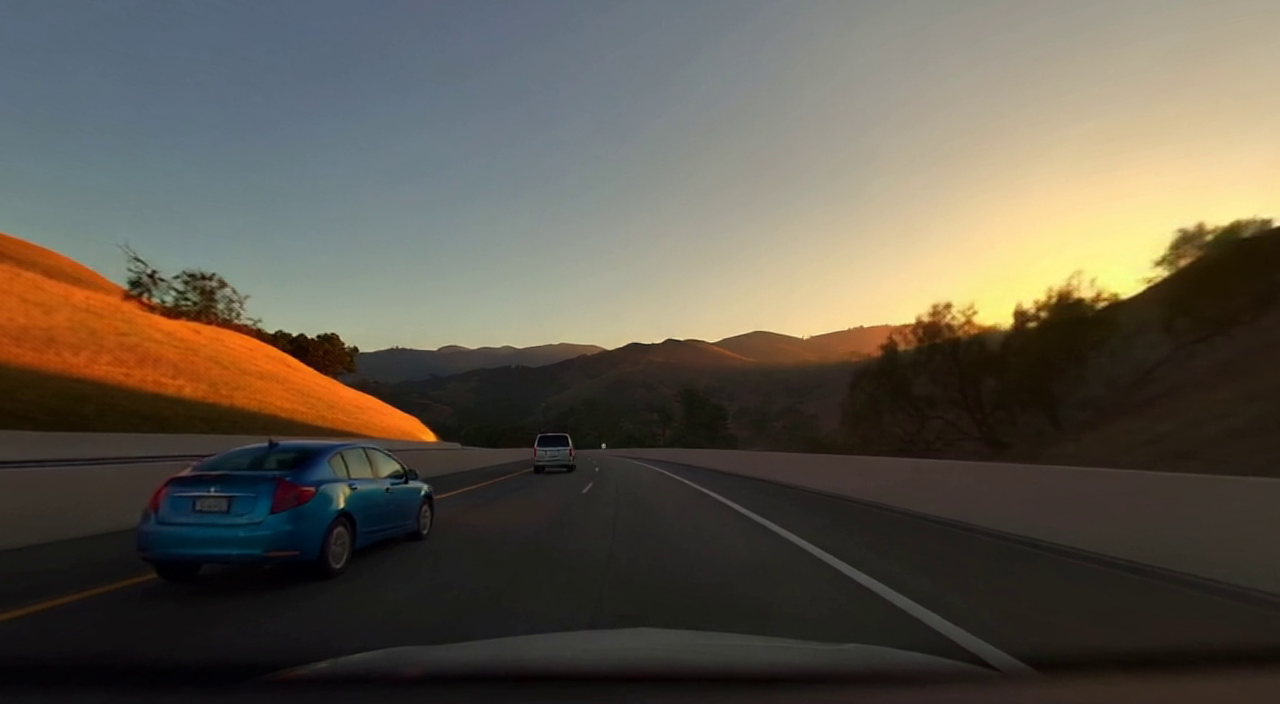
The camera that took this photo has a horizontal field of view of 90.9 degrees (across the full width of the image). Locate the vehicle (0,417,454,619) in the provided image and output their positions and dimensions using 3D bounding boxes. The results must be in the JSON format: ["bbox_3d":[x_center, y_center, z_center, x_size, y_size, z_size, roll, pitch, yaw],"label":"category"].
[{"bbox_3d":[-3.871,1.601,7.123,2.097,1.511,4.585,0,-8,1],"label":"vehicle"}]

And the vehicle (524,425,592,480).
[{"bbox_3d":[-3.557,4.509,28.507,2.444,2.204,5.568,0,-8,-1],"label":"vehicle"}]
